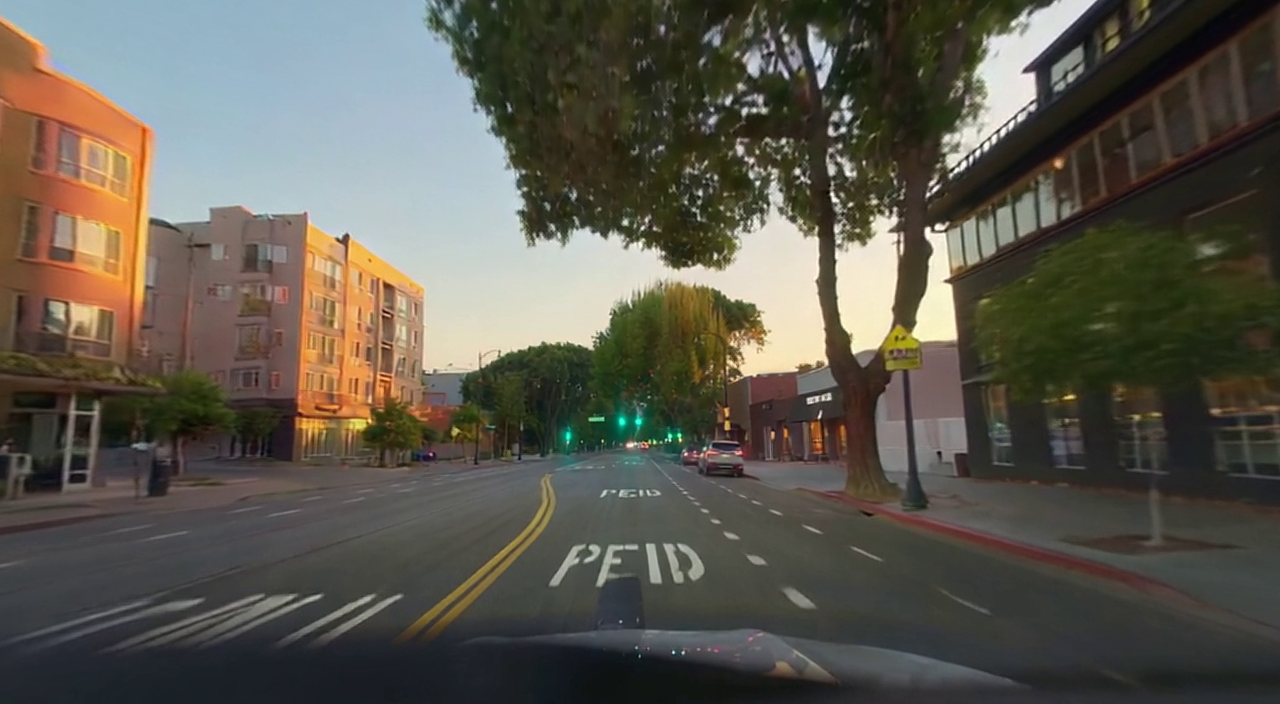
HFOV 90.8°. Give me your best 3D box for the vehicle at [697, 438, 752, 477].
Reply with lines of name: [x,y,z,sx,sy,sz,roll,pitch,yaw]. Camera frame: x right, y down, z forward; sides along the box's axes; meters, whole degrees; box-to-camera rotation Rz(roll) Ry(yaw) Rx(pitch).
vehicle: [4.004,5.091,30.701,1.957,1.753,4.413,0,-8,-2]

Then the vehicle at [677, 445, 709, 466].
vehicle: [4.025,7.862,48.265,1.856,1.462,4.501,1,-8,-3]

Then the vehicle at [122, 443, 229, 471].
vehicle: [-26.081,5.914,35.663,4.402,1.449,1.880,3,-7,-18]
